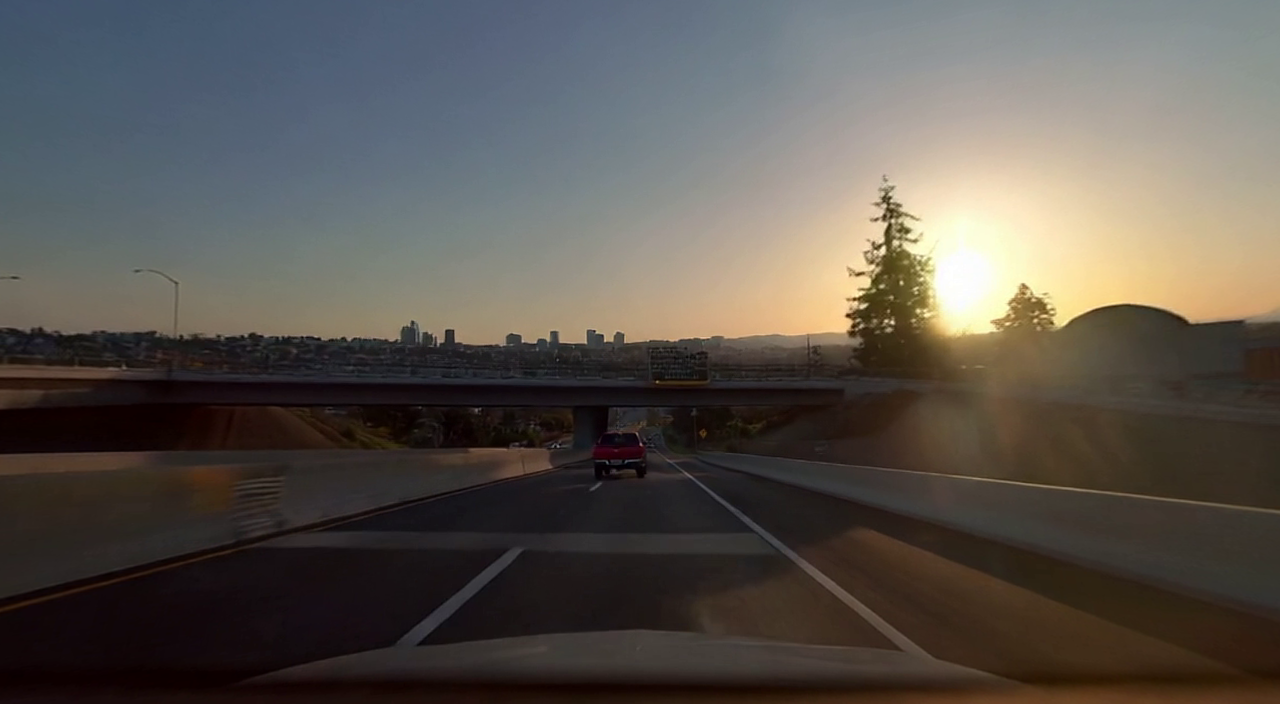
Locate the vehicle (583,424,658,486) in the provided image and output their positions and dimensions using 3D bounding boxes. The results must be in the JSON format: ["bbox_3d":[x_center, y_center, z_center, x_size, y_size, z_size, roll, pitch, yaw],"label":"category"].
[{"bbox_3d":[-0.555,3.710,23.009,2.350,1.932,5.562,-1,-8,2],"label":"vehicle"}]
